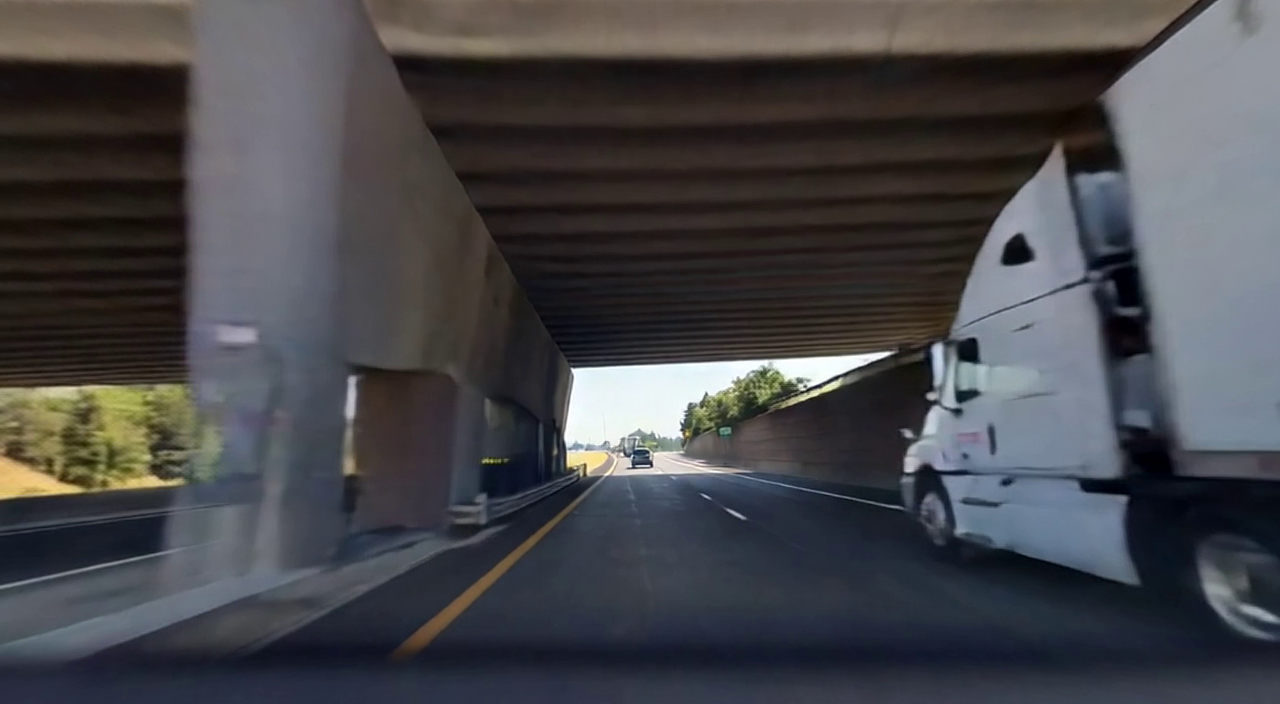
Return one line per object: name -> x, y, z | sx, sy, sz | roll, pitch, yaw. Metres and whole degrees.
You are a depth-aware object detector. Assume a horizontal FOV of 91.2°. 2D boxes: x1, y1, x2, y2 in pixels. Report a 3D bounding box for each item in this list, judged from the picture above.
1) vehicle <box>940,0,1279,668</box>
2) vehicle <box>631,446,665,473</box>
vehicle -> 4.827, -0.391, 3.117 | 3.205, 3.890, 6.518 | 0, -9, -1
vehicle -> 0.492, 7.172, 42.113 | 2.160, 1.691, 4.243 | 0, -9, -1
